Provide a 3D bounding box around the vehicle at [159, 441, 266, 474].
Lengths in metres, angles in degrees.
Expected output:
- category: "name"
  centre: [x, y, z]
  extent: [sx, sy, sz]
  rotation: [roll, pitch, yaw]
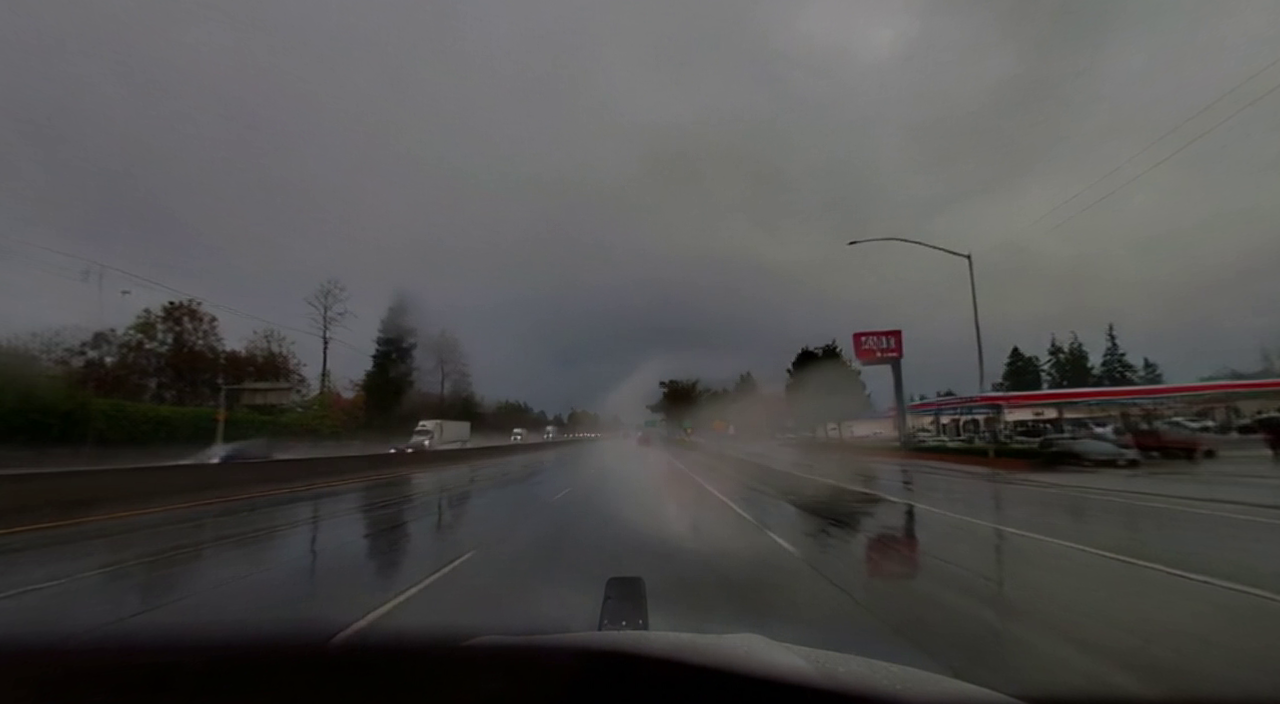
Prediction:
- category: "vehicle"
  centre: [-20.249, 5.011, 30.161]
  extent: [2.106, 1.461, 4.359]
  rotation: [0, -8, -1]
